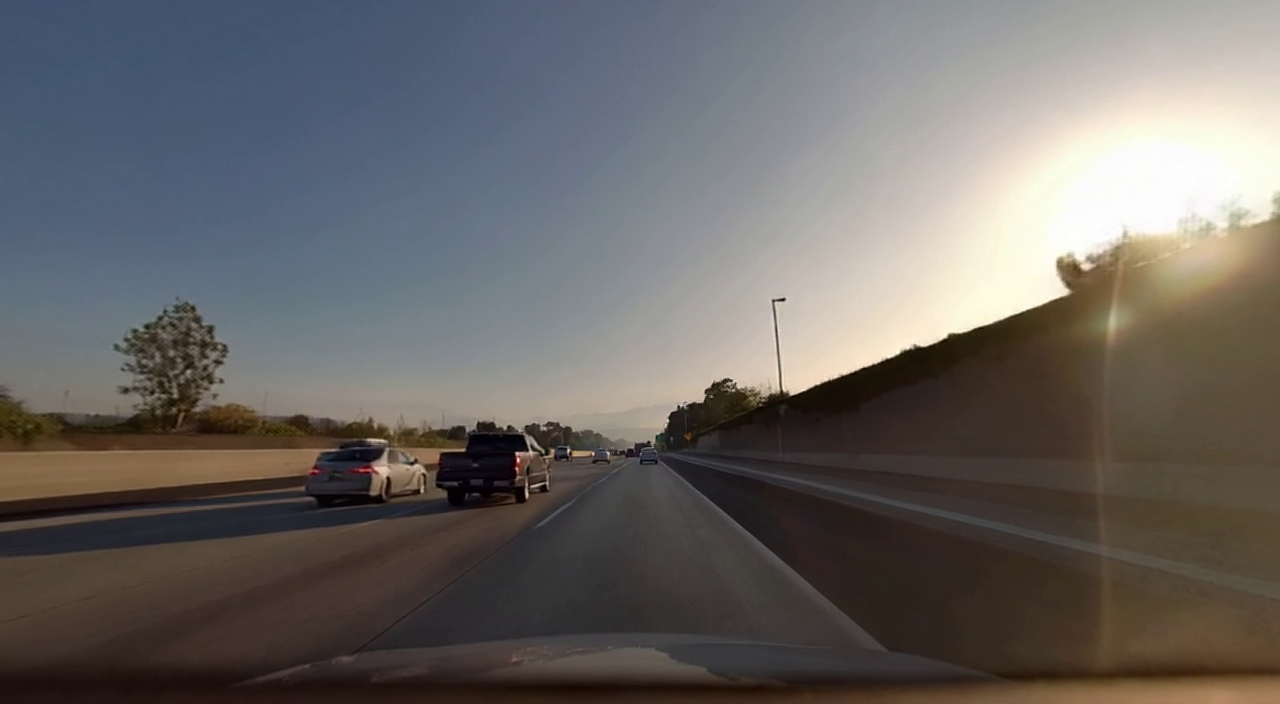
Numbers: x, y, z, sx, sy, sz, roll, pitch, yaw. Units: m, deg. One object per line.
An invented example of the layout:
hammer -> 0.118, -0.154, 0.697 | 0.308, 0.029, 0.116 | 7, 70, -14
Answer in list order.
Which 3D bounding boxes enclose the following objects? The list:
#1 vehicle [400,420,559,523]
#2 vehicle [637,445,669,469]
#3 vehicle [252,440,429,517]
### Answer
vehicle -> -3.151, 2.472, 13.643 | 2.124, 1.787, 4.830 | -1, -8, 1
vehicle -> 0.878, 7.103, 42.912 | 2.073, 1.480, 4.343 | -1, -8, 1
vehicle -> -6.546, 2.773, 14.444 | 1.887, 1.475, 4.316 | -1, -8, 1
